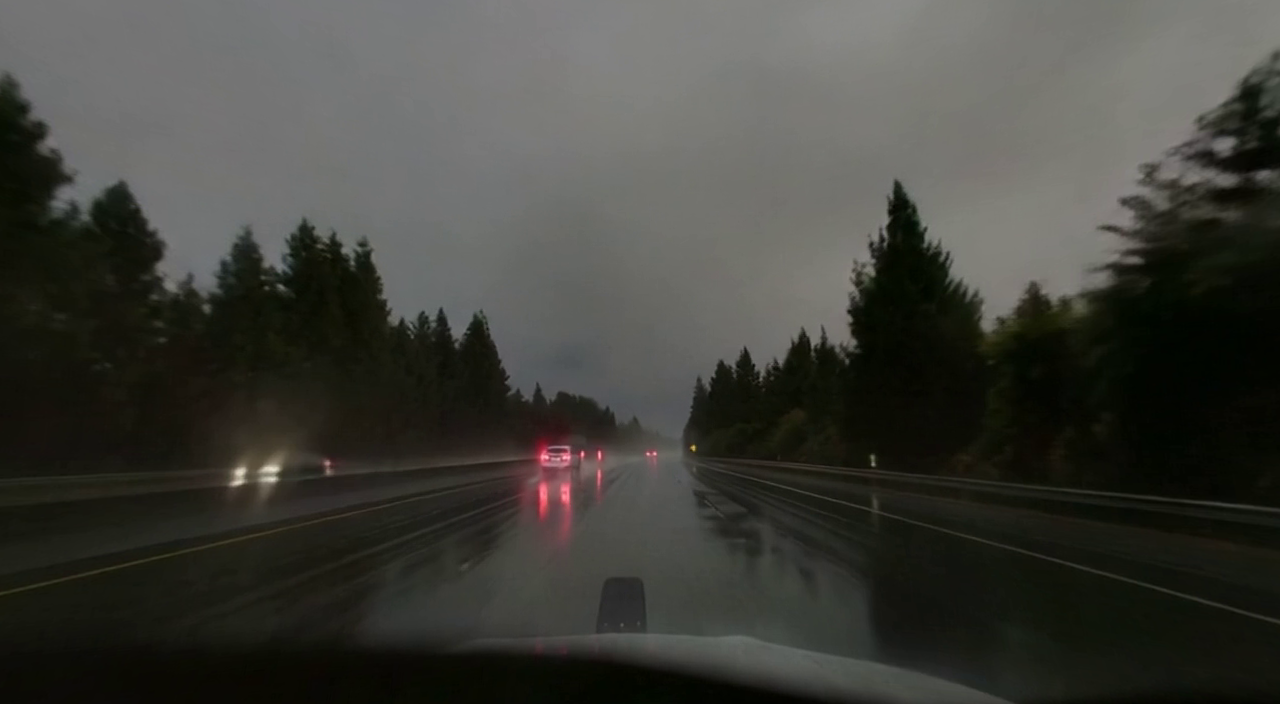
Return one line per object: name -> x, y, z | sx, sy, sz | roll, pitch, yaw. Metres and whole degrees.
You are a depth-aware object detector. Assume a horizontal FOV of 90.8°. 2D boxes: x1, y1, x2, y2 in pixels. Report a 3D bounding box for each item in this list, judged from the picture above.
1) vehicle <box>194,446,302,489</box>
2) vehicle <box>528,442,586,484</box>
vehicle -> -17.095, 5.037, 27.808 | 2.020, 1.743, 4.226 | 0, -9, 0
vehicle -> -3.383, 4.615, 26.465 | 1.846, 1.600, 4.108 | 0, -9, 1
